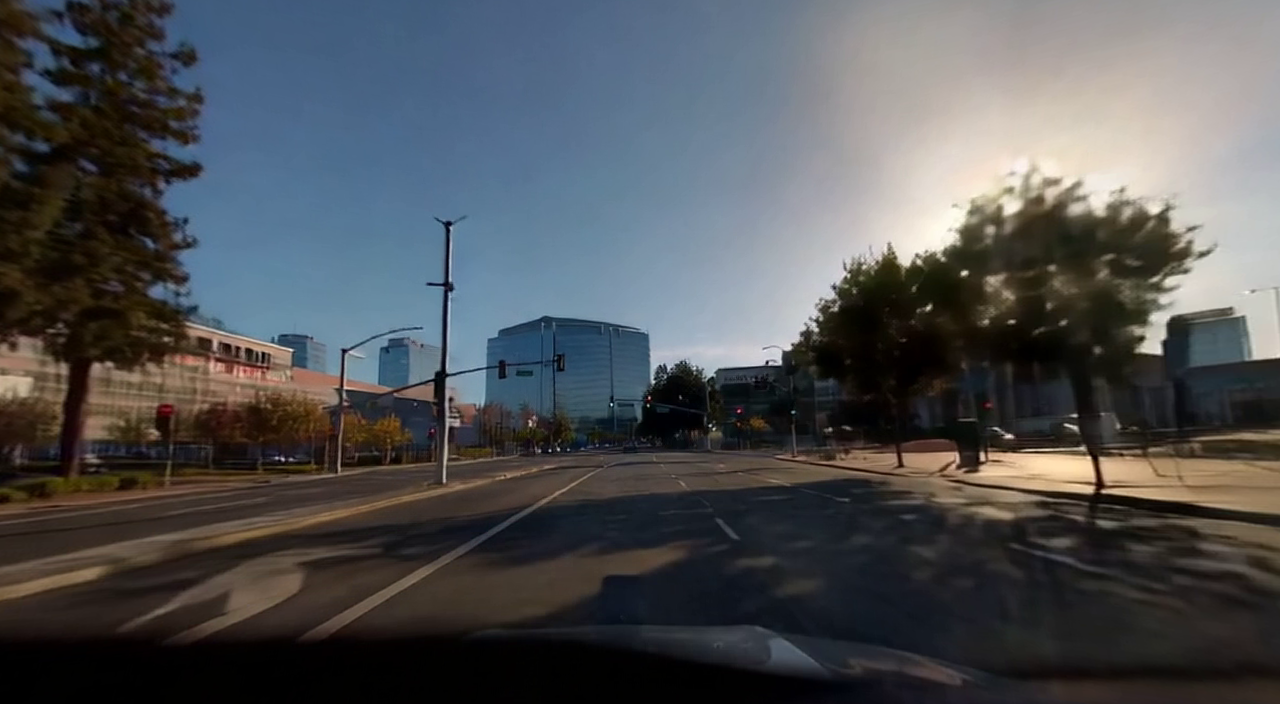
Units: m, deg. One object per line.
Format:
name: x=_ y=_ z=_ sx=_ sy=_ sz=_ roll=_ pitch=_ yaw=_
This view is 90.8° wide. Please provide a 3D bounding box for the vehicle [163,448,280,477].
vehicle: x=-29.618 y=7.827 z=44.910 sx=6.525 sy=1.890 sz=2.481 roll=0 pitch=-9 yaw=-1
